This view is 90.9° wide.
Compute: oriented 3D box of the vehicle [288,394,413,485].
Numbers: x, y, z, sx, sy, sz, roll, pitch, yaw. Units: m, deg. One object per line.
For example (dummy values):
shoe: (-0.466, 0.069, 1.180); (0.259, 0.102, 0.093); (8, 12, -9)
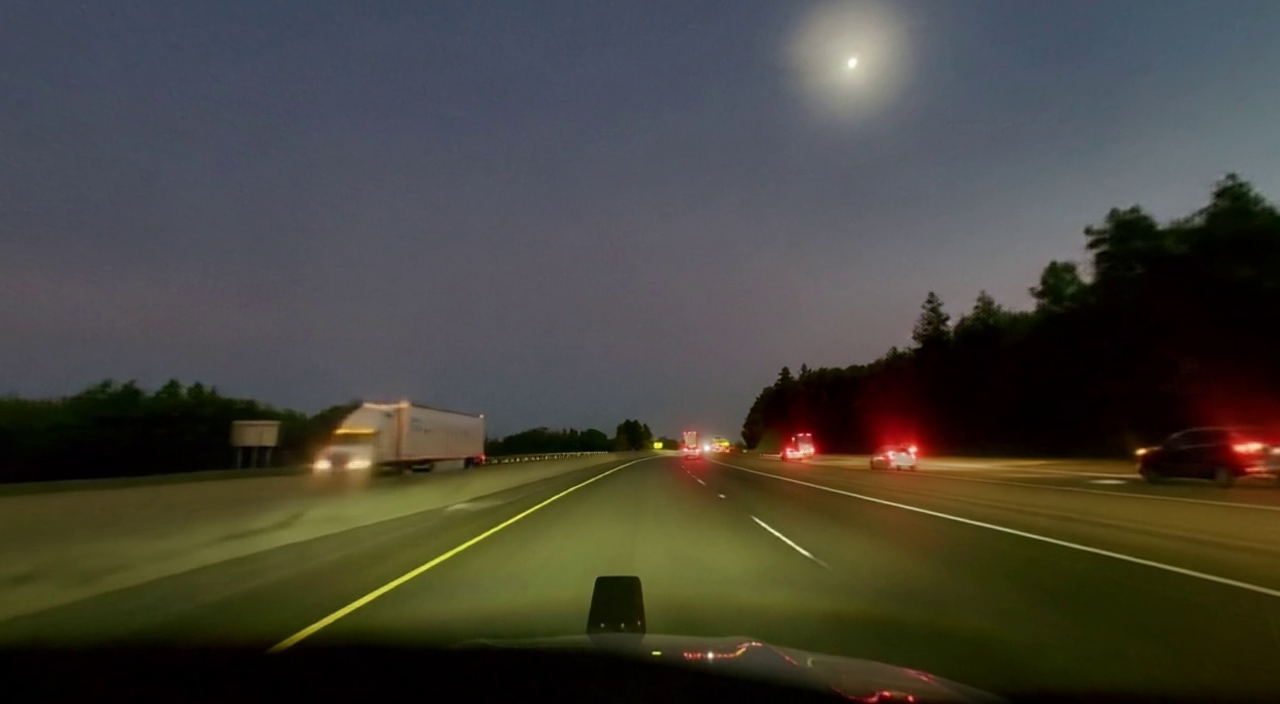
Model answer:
vehicle: (-14.039, 4.388, 31.220); (2.989, 4.026, 5.892); (-1, -9, 4)

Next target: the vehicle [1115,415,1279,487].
vehicle: (16.477, 2.831, 18.038); (2.061, 1.776, 4.476); (0, -9, -3)
